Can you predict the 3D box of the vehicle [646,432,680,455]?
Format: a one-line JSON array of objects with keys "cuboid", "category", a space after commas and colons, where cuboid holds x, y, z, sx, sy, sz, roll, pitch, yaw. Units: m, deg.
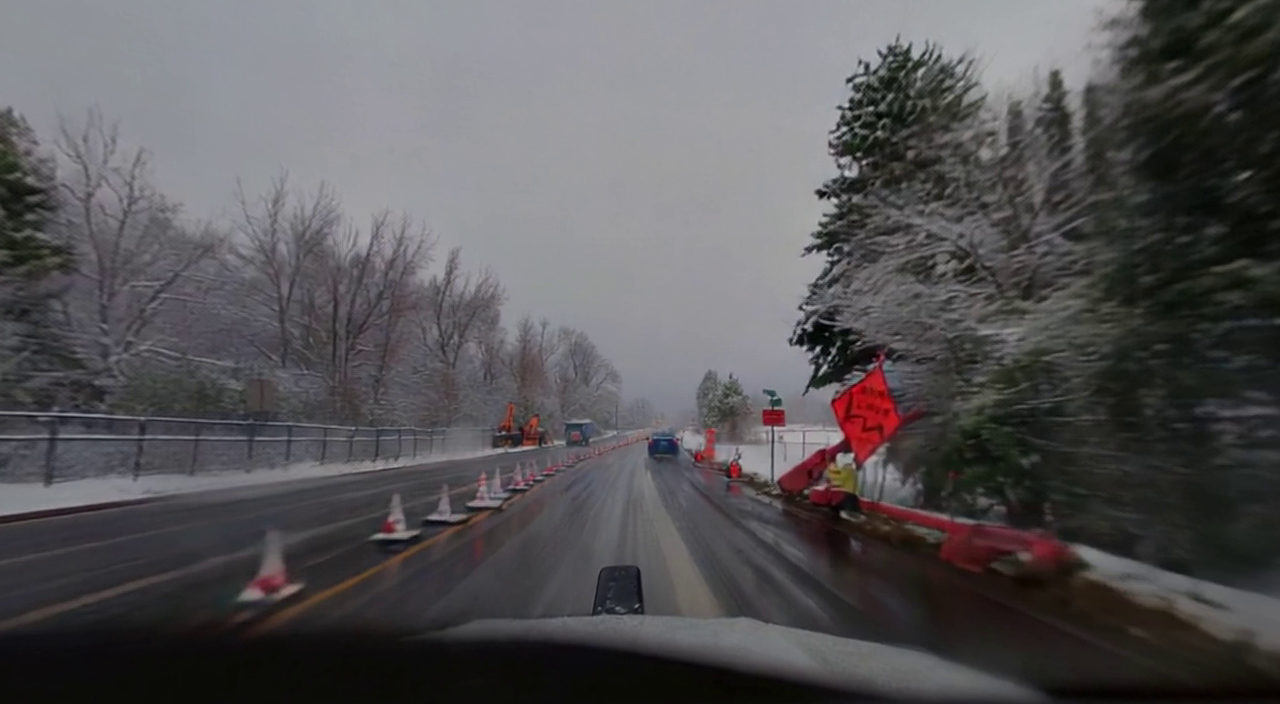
[{"cuboid": [1.577, 6.246, 43.141, 2.172, 1.486, 3.581, -1, -8, 2], "category": "vehicle"}]
